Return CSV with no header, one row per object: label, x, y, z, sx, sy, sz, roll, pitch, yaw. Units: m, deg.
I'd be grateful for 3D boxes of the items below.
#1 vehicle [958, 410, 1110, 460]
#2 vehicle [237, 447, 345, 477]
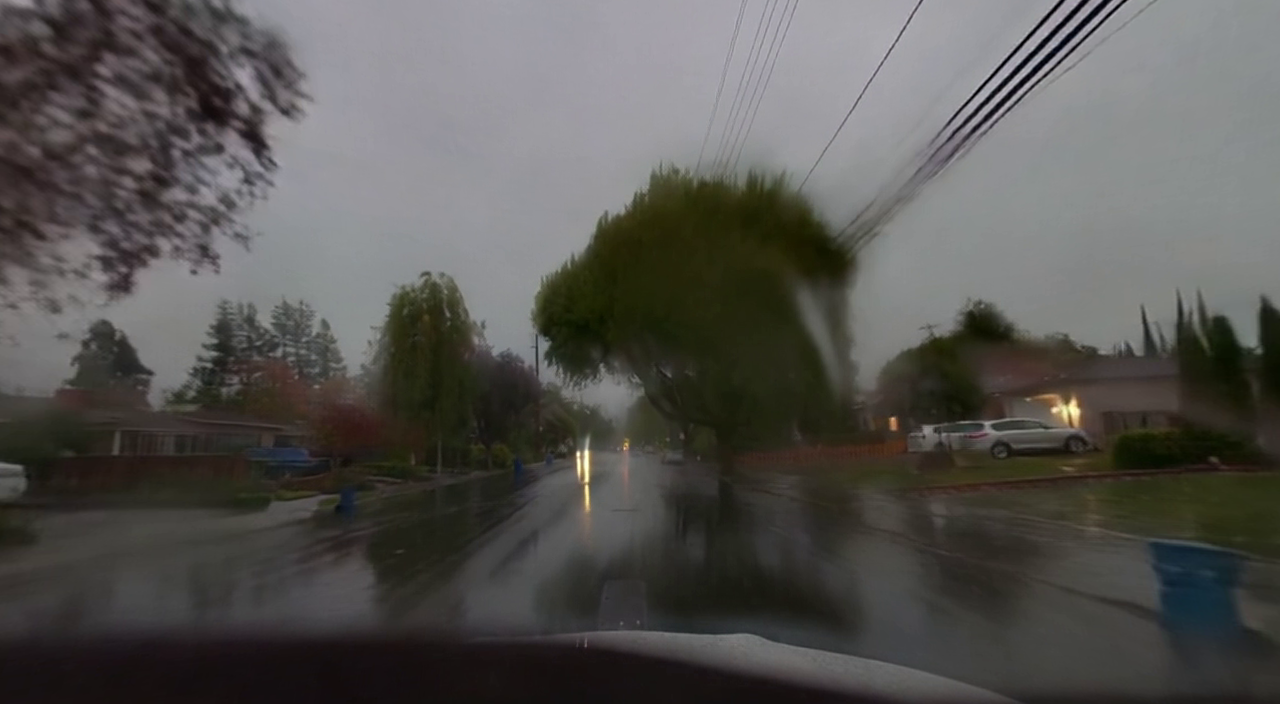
vehicle,15.113,3.216,24.421,4.562,1.832,1.987,0,-8,-3
vehicle,-18.079,5.691,32.883,4.519,1.426,1.903,8,-12,-43
